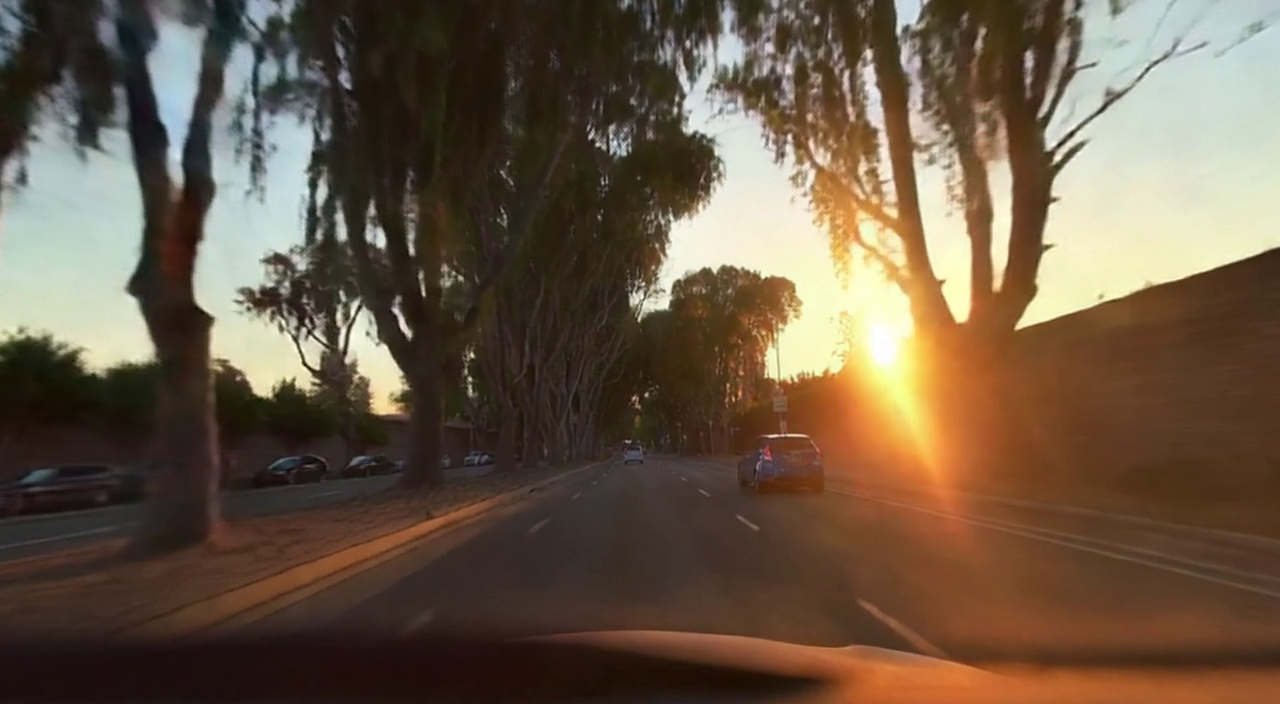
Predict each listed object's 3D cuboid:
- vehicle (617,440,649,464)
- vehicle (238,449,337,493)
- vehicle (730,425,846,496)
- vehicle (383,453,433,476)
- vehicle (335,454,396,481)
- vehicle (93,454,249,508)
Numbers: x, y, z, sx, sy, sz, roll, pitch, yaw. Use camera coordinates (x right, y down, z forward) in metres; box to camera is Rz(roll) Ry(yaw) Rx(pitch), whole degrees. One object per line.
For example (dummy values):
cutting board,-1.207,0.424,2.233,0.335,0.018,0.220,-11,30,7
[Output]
vehicle,-0.536,7.735,49.043,2.391,1.739,3.837,-1,-8,0
vehicle,-17.513,5.881,31.759,2.352,1.857,4.893,-3,-9,-2
vehicle,4.049,3.053,18.174,2.155,1.752,4.456,-1,-8,-1
vehicle,-17.431,8.432,47.706,2.099,1.558,4.533,-1,-8,0
vehicle,-17.124,7.214,39.633,1.933,1.494,4.259,-1,-8,-1
vehicle,-17.342,4.745,23.773,2.184,1.697,4.826,-1,-8,0
